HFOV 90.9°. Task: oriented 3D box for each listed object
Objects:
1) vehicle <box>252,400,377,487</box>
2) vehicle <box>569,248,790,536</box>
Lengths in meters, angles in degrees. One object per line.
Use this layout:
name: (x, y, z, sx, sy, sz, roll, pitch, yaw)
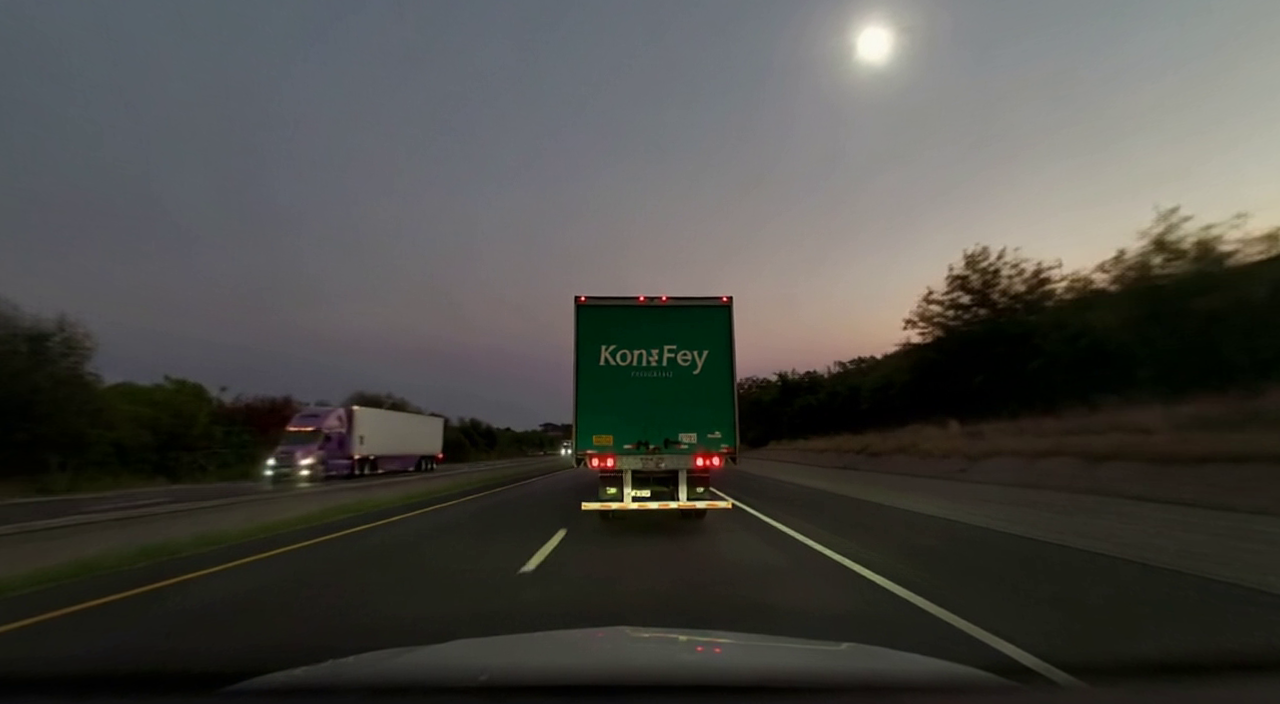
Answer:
vehicle: (-16.303, 4.681, 32.172, 2.997, 3.998, 5.894, 0, -9, 1)
vehicle: (0.506, 1.647, 16.668, 3.230, 4.377, 14.405, 0, -9, -1)
